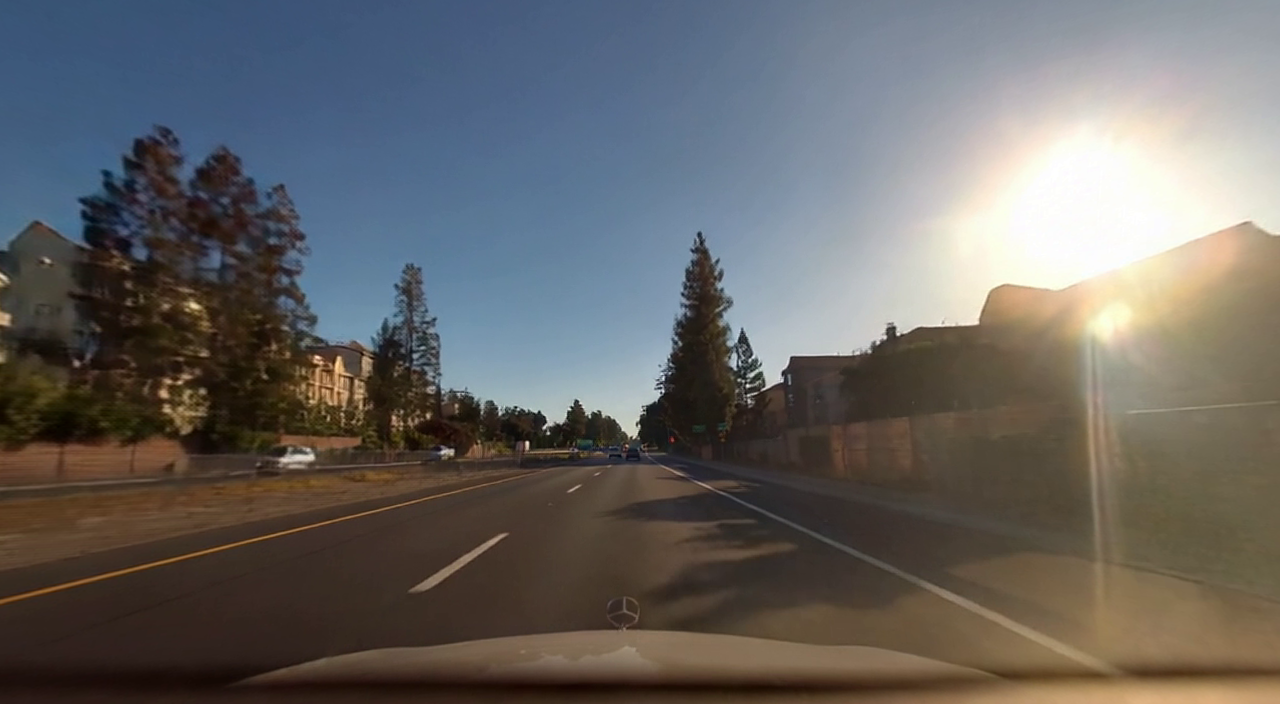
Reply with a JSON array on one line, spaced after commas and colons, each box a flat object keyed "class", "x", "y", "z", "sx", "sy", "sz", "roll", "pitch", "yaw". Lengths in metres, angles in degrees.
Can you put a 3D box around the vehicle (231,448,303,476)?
[{"class": "vehicle", "x": -24.846, "y": 7.308, "z": 42.108, "sx": 1.963, "sy": 1.698, "sz": 4.520, "roll": 0, "pitch": -9, "yaw": 1}]
